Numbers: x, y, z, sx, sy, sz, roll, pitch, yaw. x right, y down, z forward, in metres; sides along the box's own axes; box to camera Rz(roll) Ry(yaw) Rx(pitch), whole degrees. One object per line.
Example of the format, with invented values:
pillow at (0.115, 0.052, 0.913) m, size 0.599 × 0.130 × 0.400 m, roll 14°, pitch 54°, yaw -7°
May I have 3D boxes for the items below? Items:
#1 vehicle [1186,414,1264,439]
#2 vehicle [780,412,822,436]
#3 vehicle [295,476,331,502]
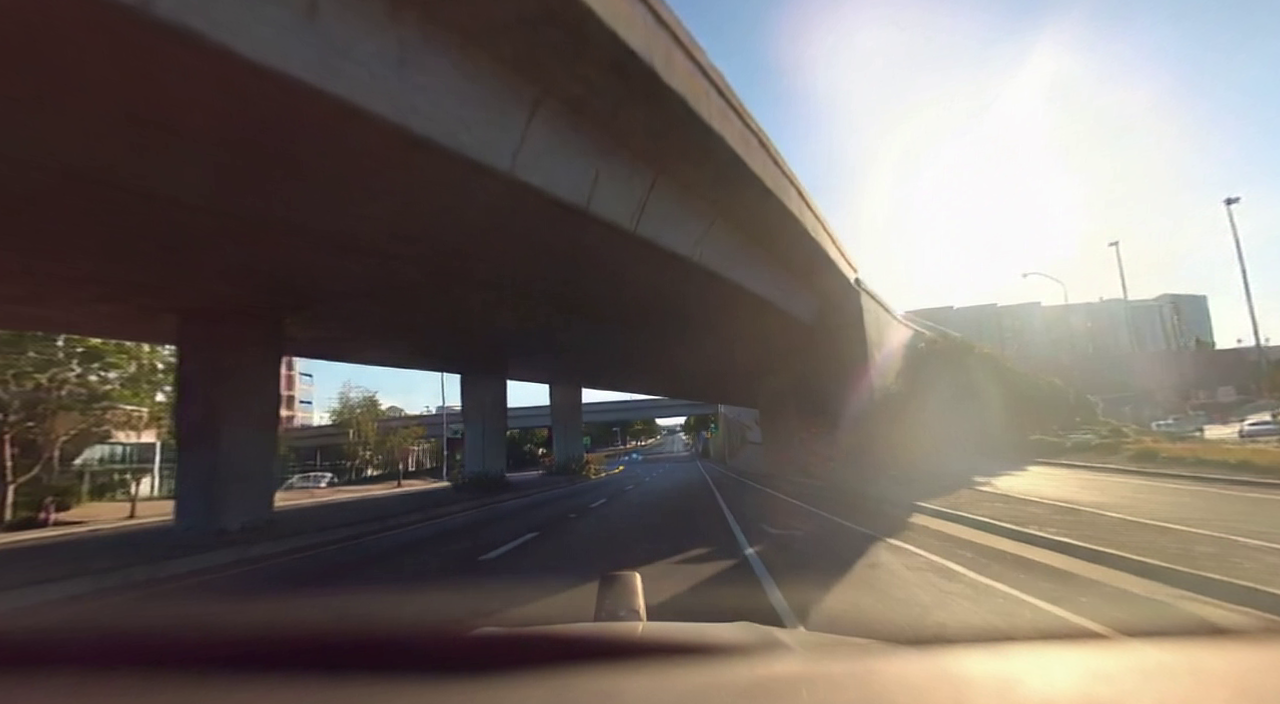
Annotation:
vehicle at (43.829, 5.611, 47.450) m, size 1.744 × 1.705 × 4.514 m, roll -2°, pitch -8°, yaw 5°
vehicle at (11.329, 5.164, 44.755) m, size 2.048 × 1.516 × 3.874 m, roll -1°, pitch -8°, yaw 2°
vehicle at (-22.851, 9.550, 44.228) m, size 2.105 × 1.469 × 4.514 m, roll 3°, pitch -9°, yaw -26°
